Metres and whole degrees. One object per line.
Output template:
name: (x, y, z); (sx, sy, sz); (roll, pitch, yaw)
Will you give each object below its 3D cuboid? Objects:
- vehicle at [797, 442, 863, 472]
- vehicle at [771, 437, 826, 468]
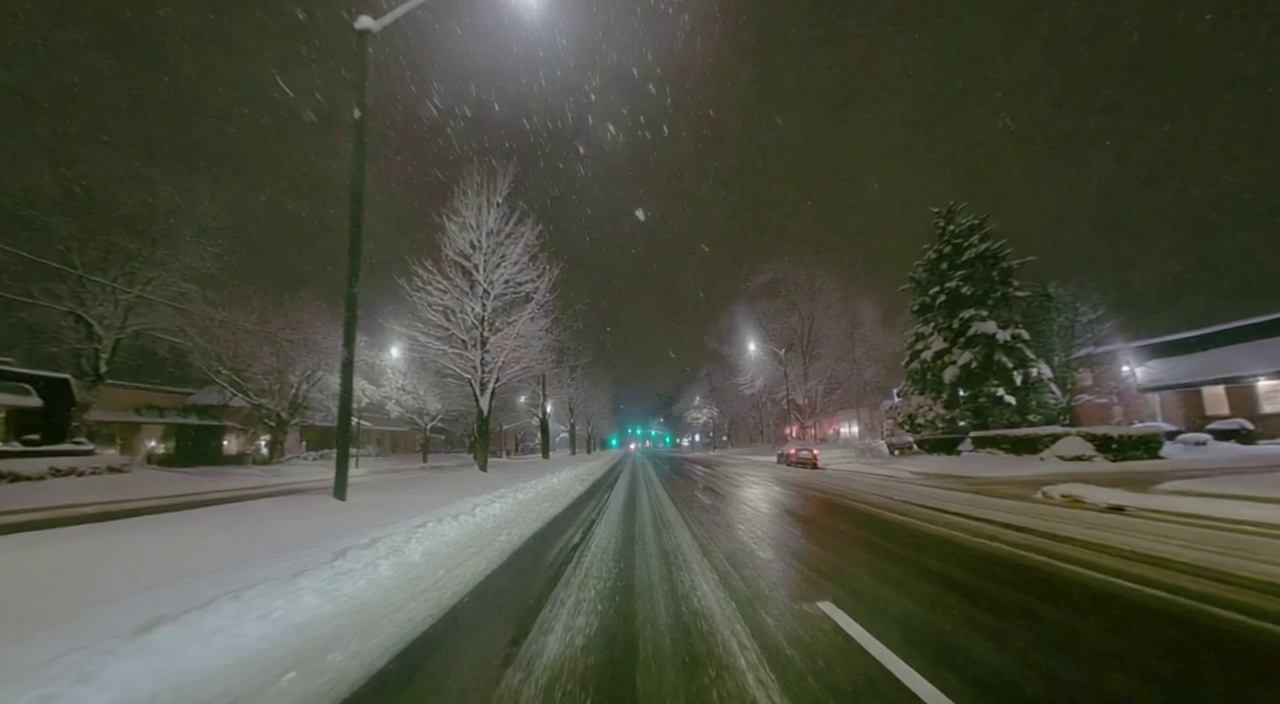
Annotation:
vehicle: (9.964, 5.541, 33.505); (1.885, 1.461, 4.751); (0, -9, -2)
vehicle: (9.813, 6.260, 39.420); (2.159, 1.767, 4.617); (0, -9, -1)
